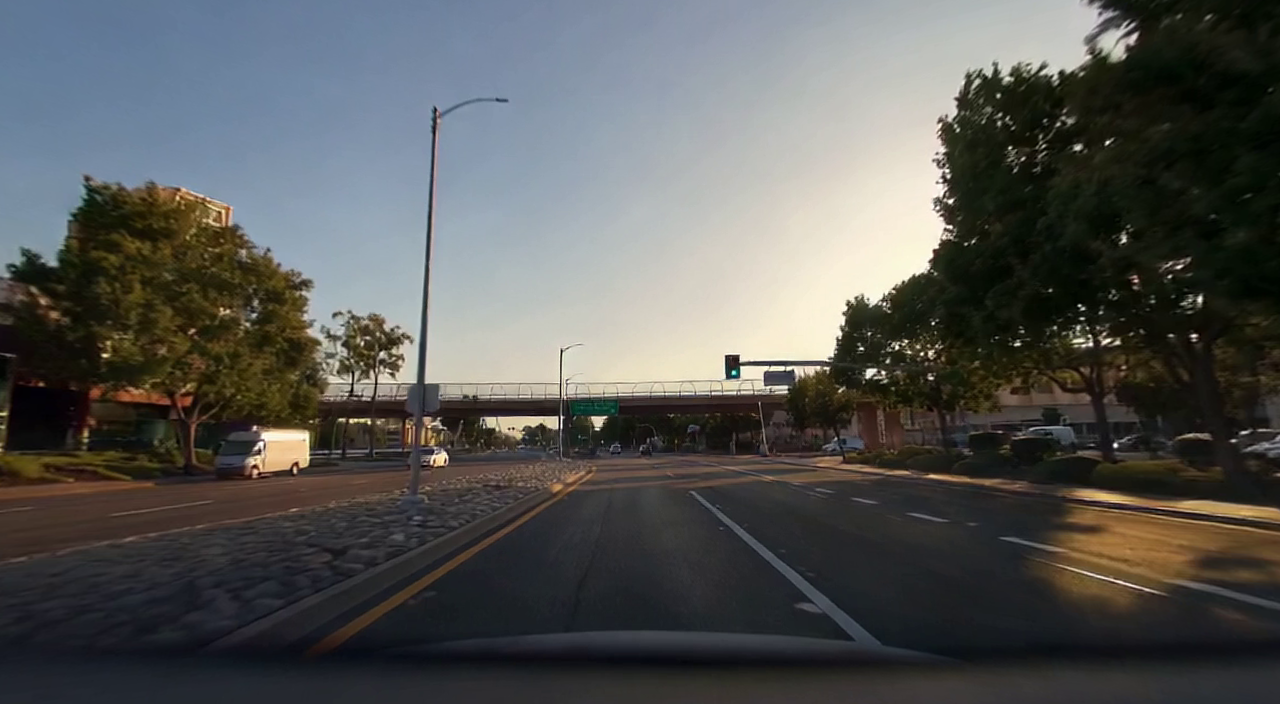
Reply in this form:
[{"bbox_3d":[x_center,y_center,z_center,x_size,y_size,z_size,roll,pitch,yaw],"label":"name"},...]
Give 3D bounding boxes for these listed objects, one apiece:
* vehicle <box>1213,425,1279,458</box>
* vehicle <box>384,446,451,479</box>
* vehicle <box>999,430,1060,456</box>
[{"bbox_3d":[43.189,6.328,44.600,4.681,2.103,2.302,6,-9,-26],"label":"vehicle"},{"bbox_3d":[-11.334,5.640,32.596,2.032,1.480,4.591,0,-8,-3],"label":"vehicle"},{"bbox_3d":[28.309,6.627,45.866,4.634,1.789,2.149,7,-11,-38],"label":"vehicle"}]
